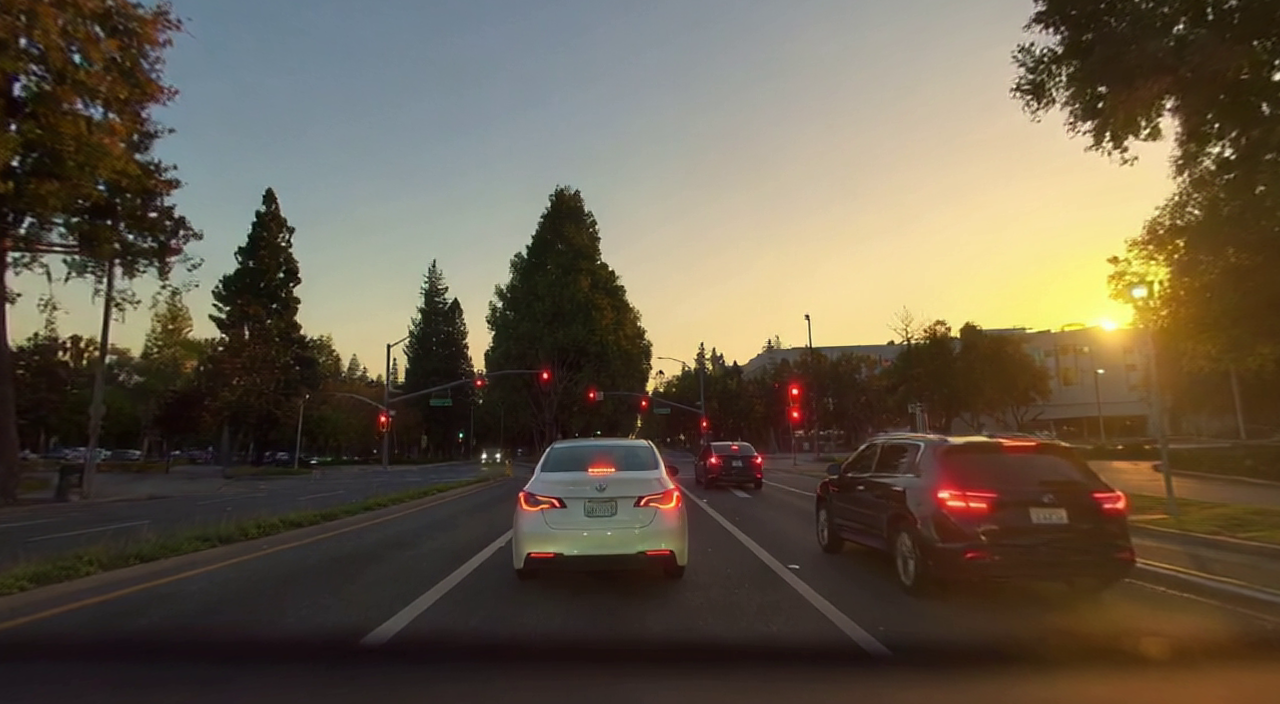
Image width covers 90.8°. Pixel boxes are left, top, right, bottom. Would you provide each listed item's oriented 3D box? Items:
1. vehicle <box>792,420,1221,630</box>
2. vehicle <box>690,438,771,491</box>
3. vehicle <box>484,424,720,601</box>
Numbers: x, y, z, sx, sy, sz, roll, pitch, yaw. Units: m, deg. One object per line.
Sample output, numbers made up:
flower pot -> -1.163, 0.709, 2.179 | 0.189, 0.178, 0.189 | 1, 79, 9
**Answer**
vehicle -> 3.154, 1.559, 6.716 | 1.910, 1.474, 4.263 | 0, -9, -1
vehicle -> 2.862, 3.670, 20.982 | 1.874, 1.556, 4.116 | 0, -9, -3
vehicle -> -0.356, 1.641, 7.239 | 2.006, 1.487, 3.535 | 0, -9, -1
